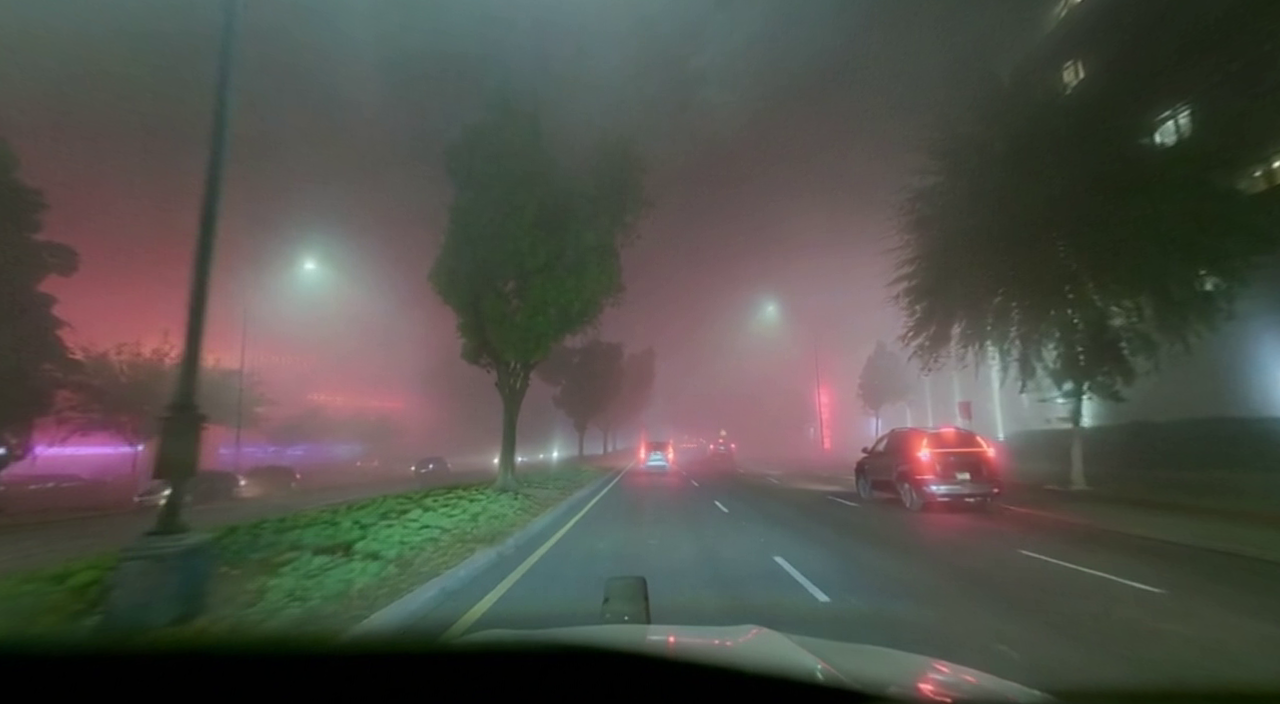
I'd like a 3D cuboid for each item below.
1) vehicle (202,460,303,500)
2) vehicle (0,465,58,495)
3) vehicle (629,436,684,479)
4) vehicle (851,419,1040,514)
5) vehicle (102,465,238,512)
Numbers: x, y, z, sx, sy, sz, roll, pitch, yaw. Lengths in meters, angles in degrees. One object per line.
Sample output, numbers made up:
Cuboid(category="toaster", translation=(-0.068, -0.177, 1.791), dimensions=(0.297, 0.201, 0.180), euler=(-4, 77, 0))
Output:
Cuboid(category="vehicle", translation=(-18.312, 6.029, 30.088), dimensions=(1.866, 1.659, 4.597), euler=(0, -9, 0))
Cuboid(category="vehicle", translation=(-39.207, 7.919, 39.118), dimensions=(4.082, 1.666, 1.947), euler=(0, -9, 0))
Cuboid(category="vehicle", translation=(0.652, 4.391, 26.413), dimensions=(2.125, 1.669, 3.880), euler=(0, -9, 0))
Cuboid(category="vehicle", translation=(6.647, 2.549, 14.475), dimensions=(1.963, 1.783, 4.722), euler=(0, -9, 0))
Cuboid(category="vehicle", translation=(-18.464, 5.344, 25.097), dimensions=(1.817, 1.540, 4.548), euler=(0, -9, 1))
